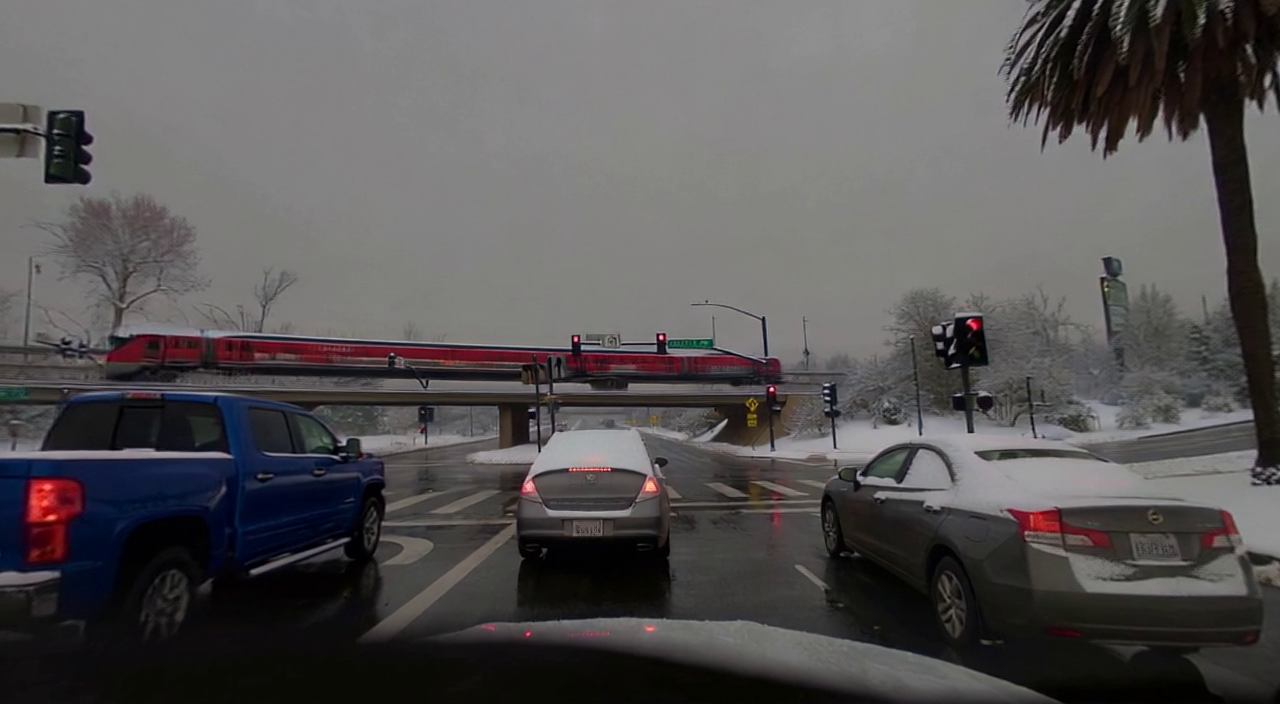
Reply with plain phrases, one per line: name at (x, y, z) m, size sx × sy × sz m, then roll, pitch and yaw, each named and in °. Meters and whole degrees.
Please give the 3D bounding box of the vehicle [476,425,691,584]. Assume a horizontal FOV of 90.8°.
vehicle at (-0.643, 1.759, 8.132) m, size 2.035 × 1.491 × 4.090 m, roll 0°, pitch -9°, yaw -3°

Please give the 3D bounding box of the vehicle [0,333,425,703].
vehicle at (-3.862, 1.220, 5.655) m, size 2.078 × 1.838 × 5.448 m, roll 0°, pitch -9°, yaw -2°

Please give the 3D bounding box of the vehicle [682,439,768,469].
vehicle at (4.186, 5.139, 31.981) m, size 1.878 × 1.428 × 4.416 m, roll 5°, pitch -10°, yaw -32°

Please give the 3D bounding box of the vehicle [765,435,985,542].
vehicle at (3.693, 2.219, 11.000) m, size 1.965 × 1.448 × 4.486 m, roll 0°, pitch -9°, yaw -2°

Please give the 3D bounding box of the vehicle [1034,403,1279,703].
vehicle at (3.883, 0.892, 2.202) m, size 2.052 × 1.496 × 4.541 m, roll 0°, pitch -9°, yaw 0°
